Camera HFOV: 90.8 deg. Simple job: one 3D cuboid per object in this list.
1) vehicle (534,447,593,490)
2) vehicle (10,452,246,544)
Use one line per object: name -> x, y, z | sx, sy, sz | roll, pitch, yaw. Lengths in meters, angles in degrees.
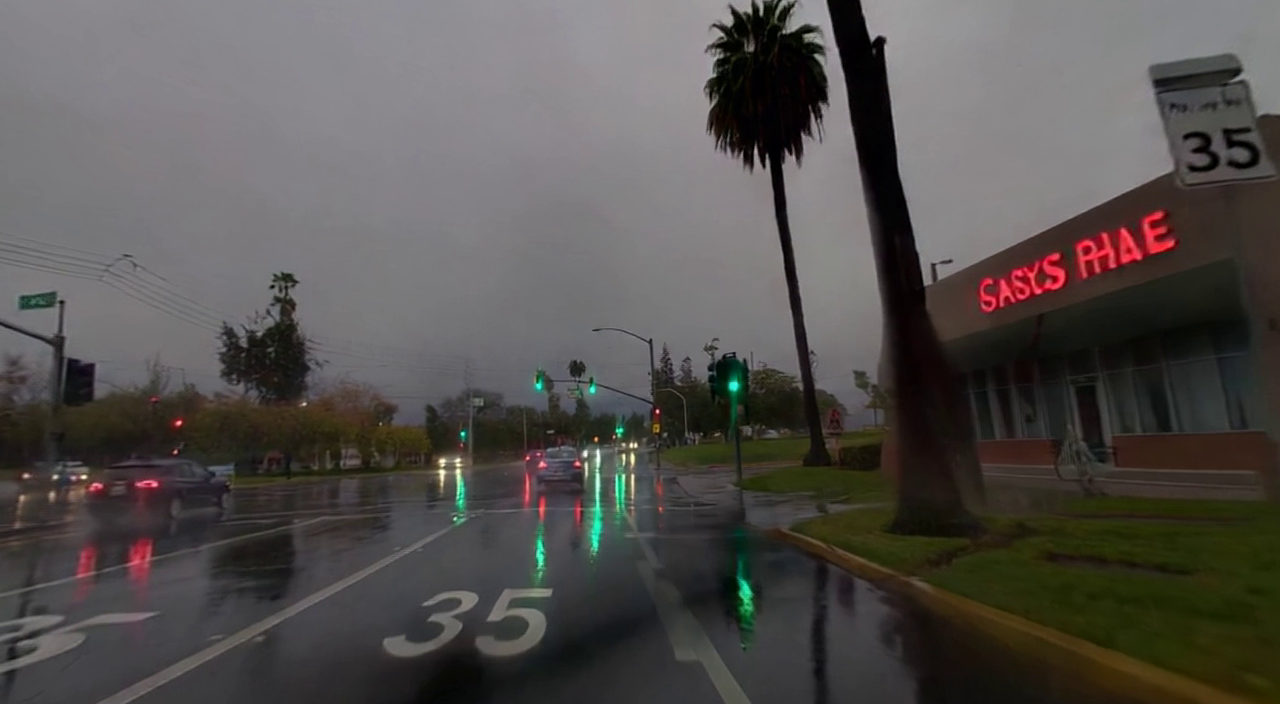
vehicle -> -2.867, 4.457, 24.614 | 2.063, 1.474, 4.334 | 0, -9, -4
vehicle -> -12.147, 3.415, 15.570 | 2.050, 1.811, 4.752 | 0, -9, -4
